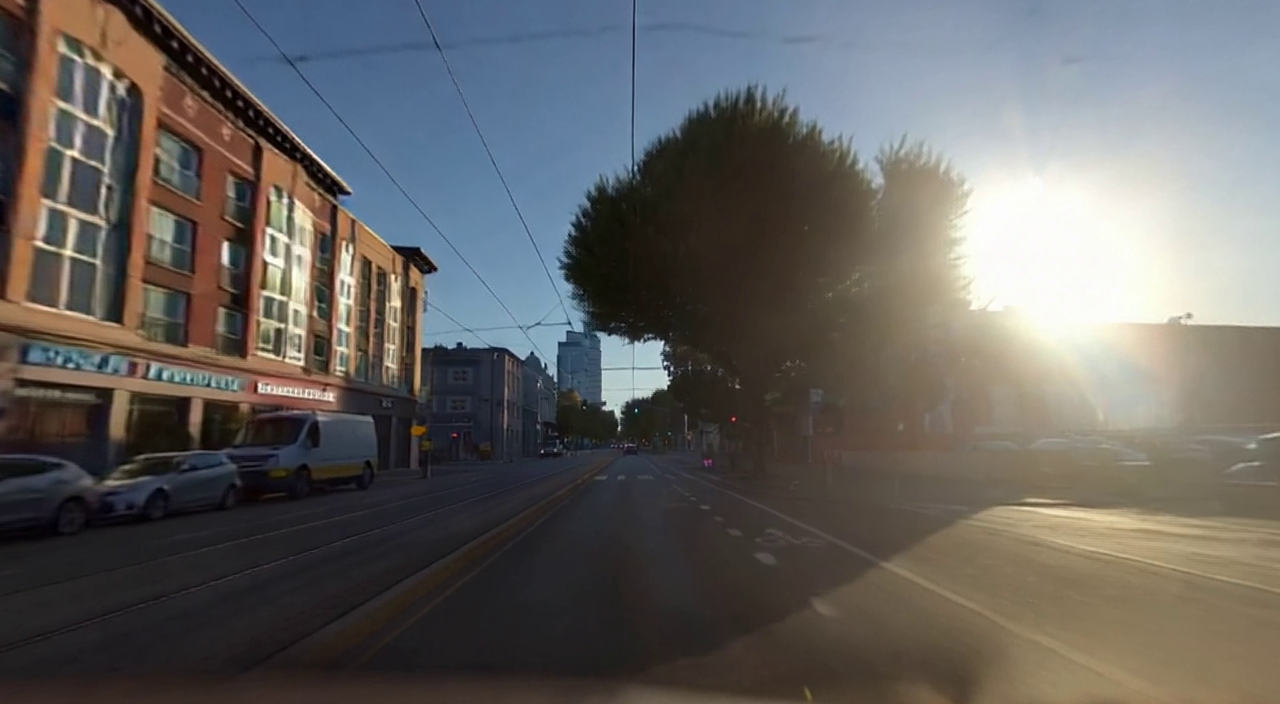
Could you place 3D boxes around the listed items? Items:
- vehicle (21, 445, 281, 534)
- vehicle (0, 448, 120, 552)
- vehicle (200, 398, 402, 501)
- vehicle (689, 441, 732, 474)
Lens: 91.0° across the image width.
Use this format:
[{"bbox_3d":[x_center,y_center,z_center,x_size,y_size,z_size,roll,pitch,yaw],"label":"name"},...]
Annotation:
[{"bbox_3d":[-10.219,2.840,13.821,1.789,1.484,4.916,-2,-8,0],"label":"vehicle"},{"bbox_3d":[-10.098,2.132,8.983,1.897,1.464,4.209,0,-8,-3],"label":"vehicle"},{"bbox_3d":[-10.677,3.186,21.038,2.378,2.765,7.920,0,-8,-1],"label":"vehicle"},{"bbox_3d":[3.529,5.312,32.034,1.819,1.546,3.681,-1,-8,1],"label":"vehicle"}]
